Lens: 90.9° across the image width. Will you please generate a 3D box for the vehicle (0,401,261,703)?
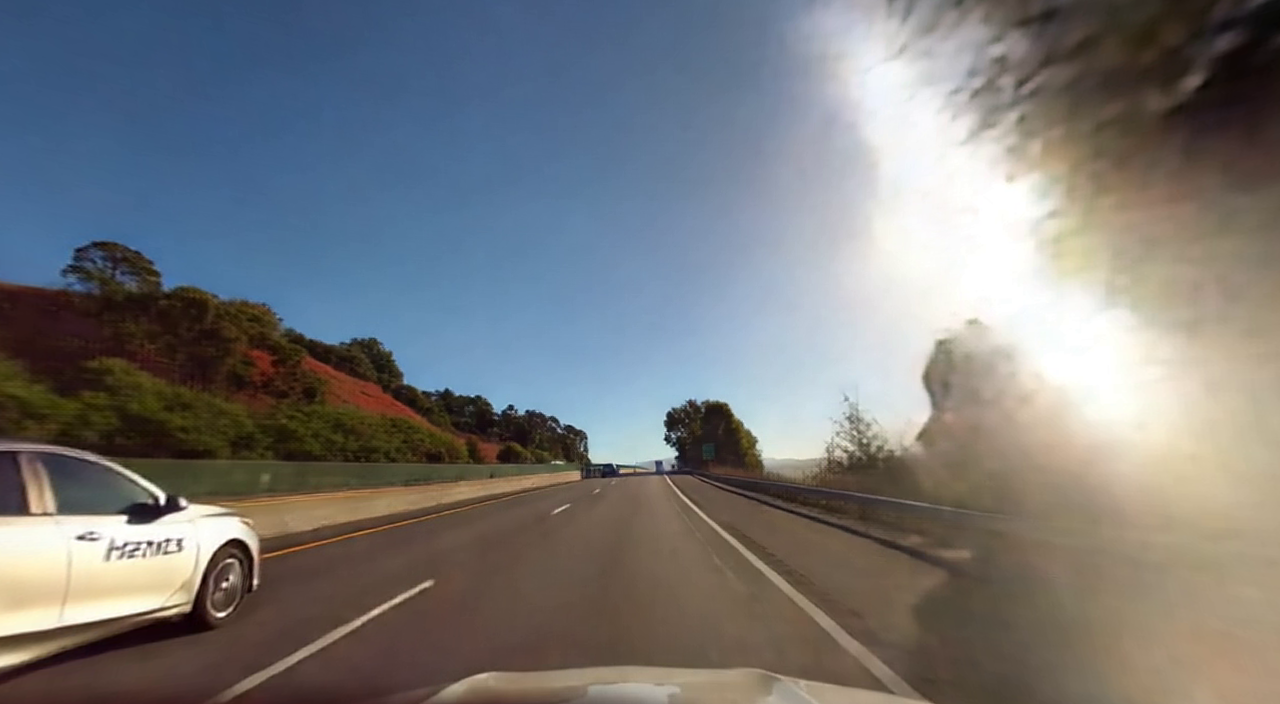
[{"bbox_3d":[-3.998,0.861,2.253,2.135,1.506,5.041,1,-10,0],"label":"vehicle"}]
